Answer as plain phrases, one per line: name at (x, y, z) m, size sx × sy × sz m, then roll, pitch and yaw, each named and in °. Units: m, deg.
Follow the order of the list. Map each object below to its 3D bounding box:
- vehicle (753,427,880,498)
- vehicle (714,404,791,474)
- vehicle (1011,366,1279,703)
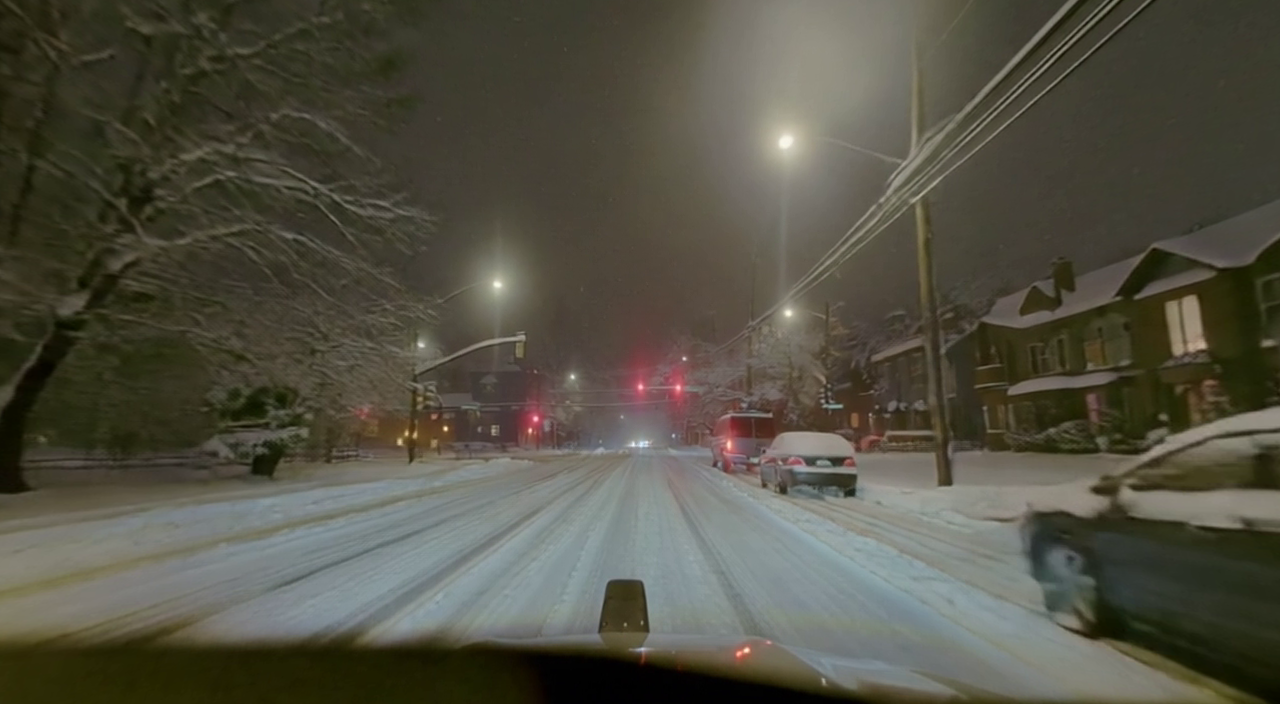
vehicle at (4.719, 3.027, 17.719) m, size 2.202 × 1.712 × 4.813 m, roll 0°, pitch -8°, yaw 1°
vehicle at (4.893, 3.917, 28.324) m, size 2.398 × 2.806 × 4.857 m, roll 0°, pitch -8°, yaw -1°
vehicle at (4.559, 0.983, 3.278) m, size 2.279 × 1.829 × 4.859 m, roll 0°, pitch -8°, yaw 0°
